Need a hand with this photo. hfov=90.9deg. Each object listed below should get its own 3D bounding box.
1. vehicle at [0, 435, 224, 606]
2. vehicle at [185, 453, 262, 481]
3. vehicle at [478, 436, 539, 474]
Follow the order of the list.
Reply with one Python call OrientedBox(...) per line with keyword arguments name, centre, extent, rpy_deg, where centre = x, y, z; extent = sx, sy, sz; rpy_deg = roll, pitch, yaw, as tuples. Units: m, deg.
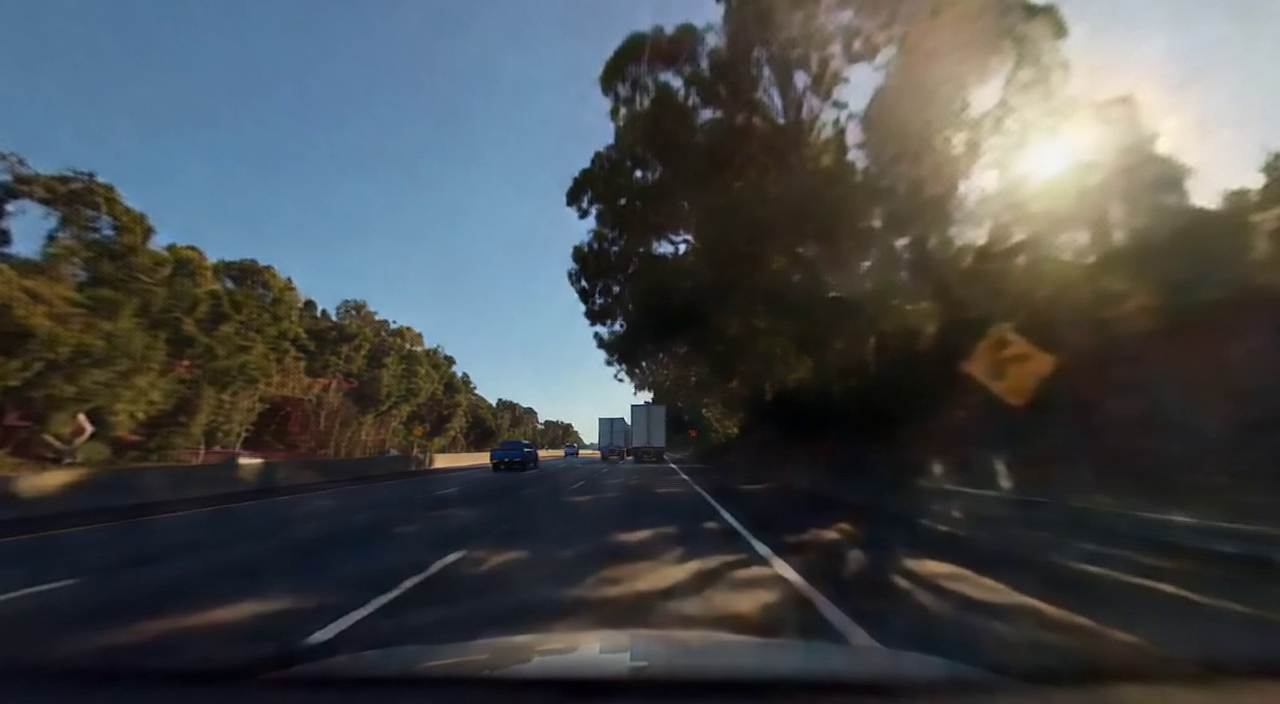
OrientedBox(name="vehicle", centre=(-7.890, 1.902, 7.451), extent=(2.258, 1.785, 5.318), rpy_deg=(0, -8, 1))
OrientedBox(name="vehicle", centre=(-29.754, 8.208, 45.256), extent=(2.067, 1.818, 4.917), rpy_deg=(0, -8, 1))
OrientedBox(name="vehicle", centre=(-6.924, 5.478, 33.751), extent=(2.149, 1.884, 4.627), rpy_deg=(0, -8, 1))
